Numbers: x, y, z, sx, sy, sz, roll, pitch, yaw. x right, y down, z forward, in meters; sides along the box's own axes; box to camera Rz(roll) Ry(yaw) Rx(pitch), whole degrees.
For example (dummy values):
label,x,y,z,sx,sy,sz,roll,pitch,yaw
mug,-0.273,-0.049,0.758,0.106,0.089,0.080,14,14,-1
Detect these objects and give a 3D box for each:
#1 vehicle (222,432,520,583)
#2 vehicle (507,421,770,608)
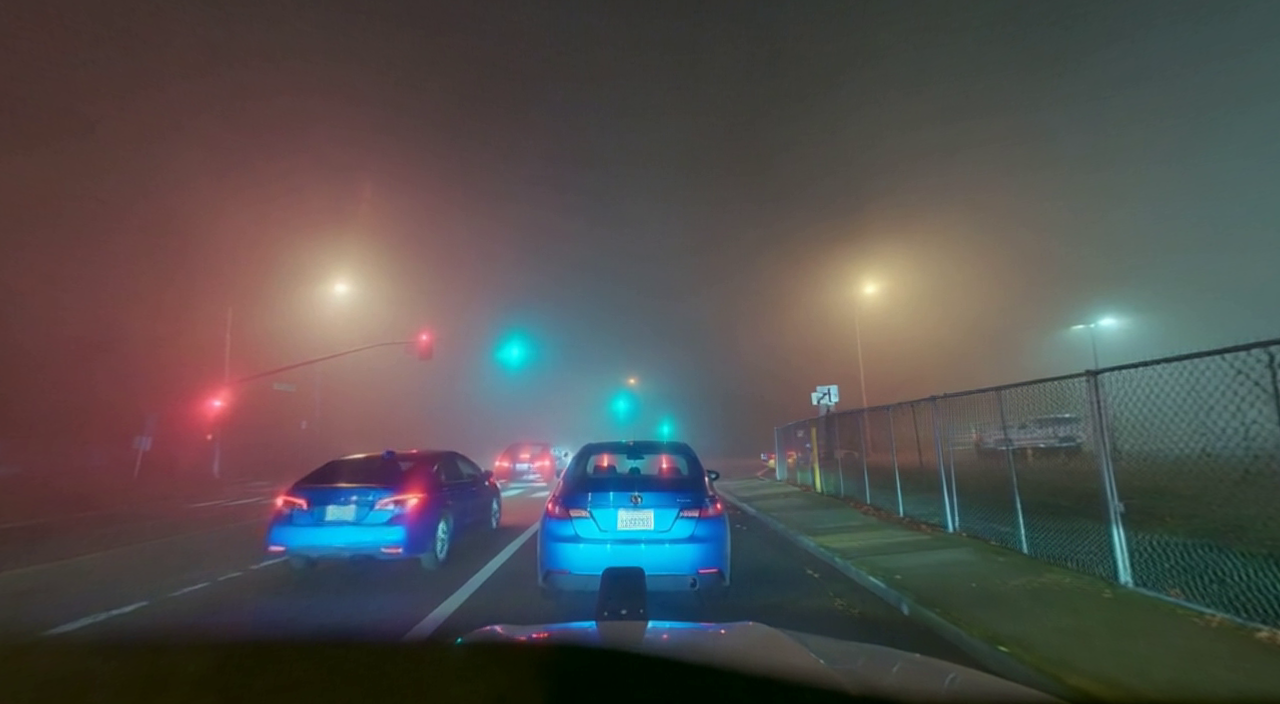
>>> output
label,x,y,z,sx,sy,sz,roll,pitch,yaw
vehicle,-3.144,1.904,8.627,1.971,1.488,4.581,0,-9,1
vehicle,-0.019,1.643,7.245,2.144,1.514,4.063,0,-9,0
